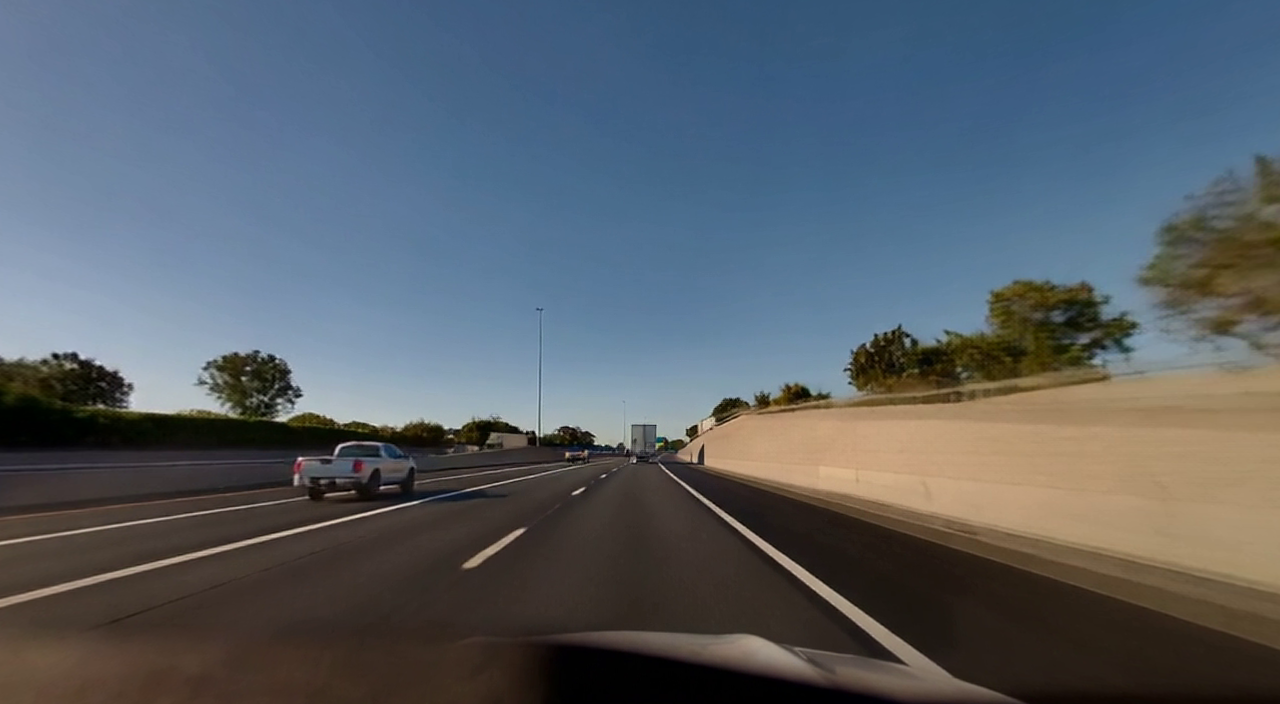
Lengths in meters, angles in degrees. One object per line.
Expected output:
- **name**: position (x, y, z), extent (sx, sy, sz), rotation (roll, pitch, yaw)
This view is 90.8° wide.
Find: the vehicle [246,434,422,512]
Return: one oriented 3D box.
- **vehicle**: position (-7.576, 3.039, 16.306), extent (2.067, 1.676, 4.789), rotation (0, -9, 1)
